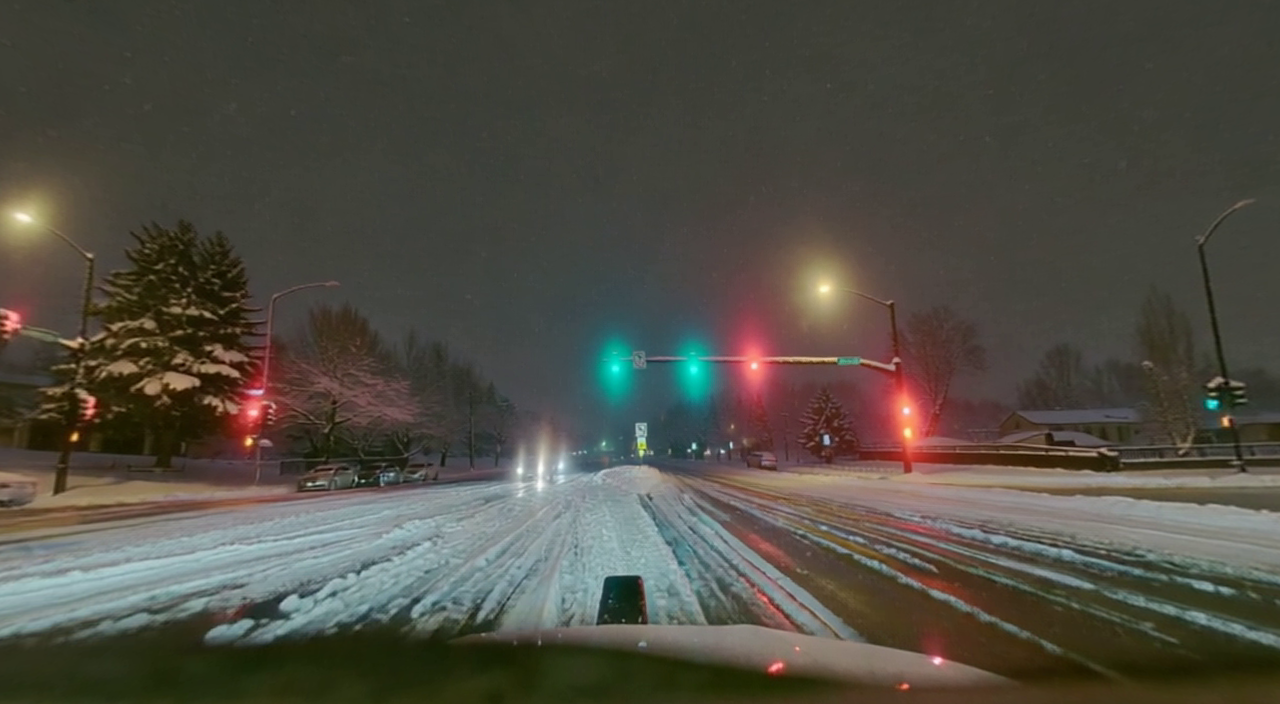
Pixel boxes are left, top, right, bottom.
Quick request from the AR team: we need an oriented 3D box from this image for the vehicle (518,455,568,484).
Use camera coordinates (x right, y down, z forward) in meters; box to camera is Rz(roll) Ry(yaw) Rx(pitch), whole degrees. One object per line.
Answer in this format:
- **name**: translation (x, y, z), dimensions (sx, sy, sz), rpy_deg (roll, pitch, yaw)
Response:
- **vehicle**: translation (-5.479, 6.706, 36.021), dimensions (2.154, 1.501, 4.416), rpy_deg (0, -9, 0)

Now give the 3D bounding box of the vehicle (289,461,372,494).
- **vehicle**: translation (-16.106, 6.551, 32.988), dimensions (2.055, 1.506, 4.663), rpy_deg (0, -9, -1)

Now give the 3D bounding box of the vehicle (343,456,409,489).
- **vehicle**: translation (-16.231, 7.377, 38.863), dimensions (1.960, 1.819, 5.018), rpy_deg (0, -9, -1)
